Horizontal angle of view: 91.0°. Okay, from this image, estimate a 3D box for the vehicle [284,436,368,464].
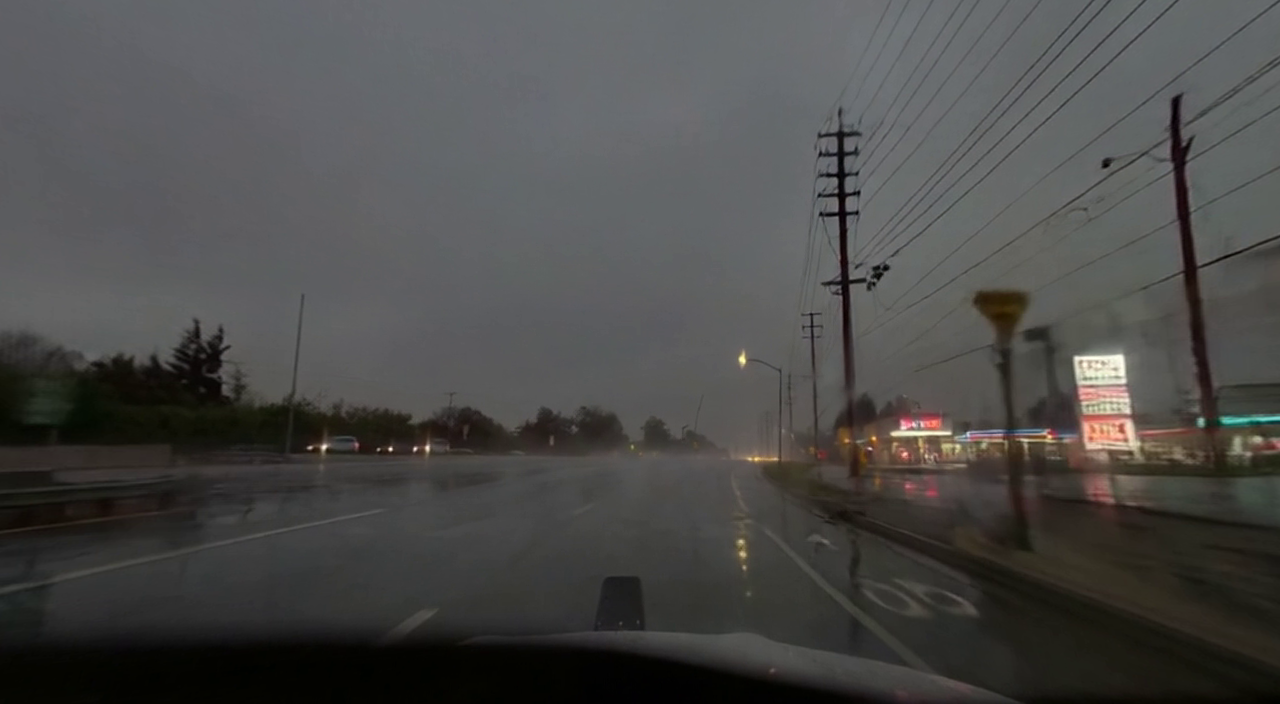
[{"bbox_3d":[-21.782,6.766,43.678,5.426,1.822,2.014,-3,-9,21],"label":"vehicle"}]
